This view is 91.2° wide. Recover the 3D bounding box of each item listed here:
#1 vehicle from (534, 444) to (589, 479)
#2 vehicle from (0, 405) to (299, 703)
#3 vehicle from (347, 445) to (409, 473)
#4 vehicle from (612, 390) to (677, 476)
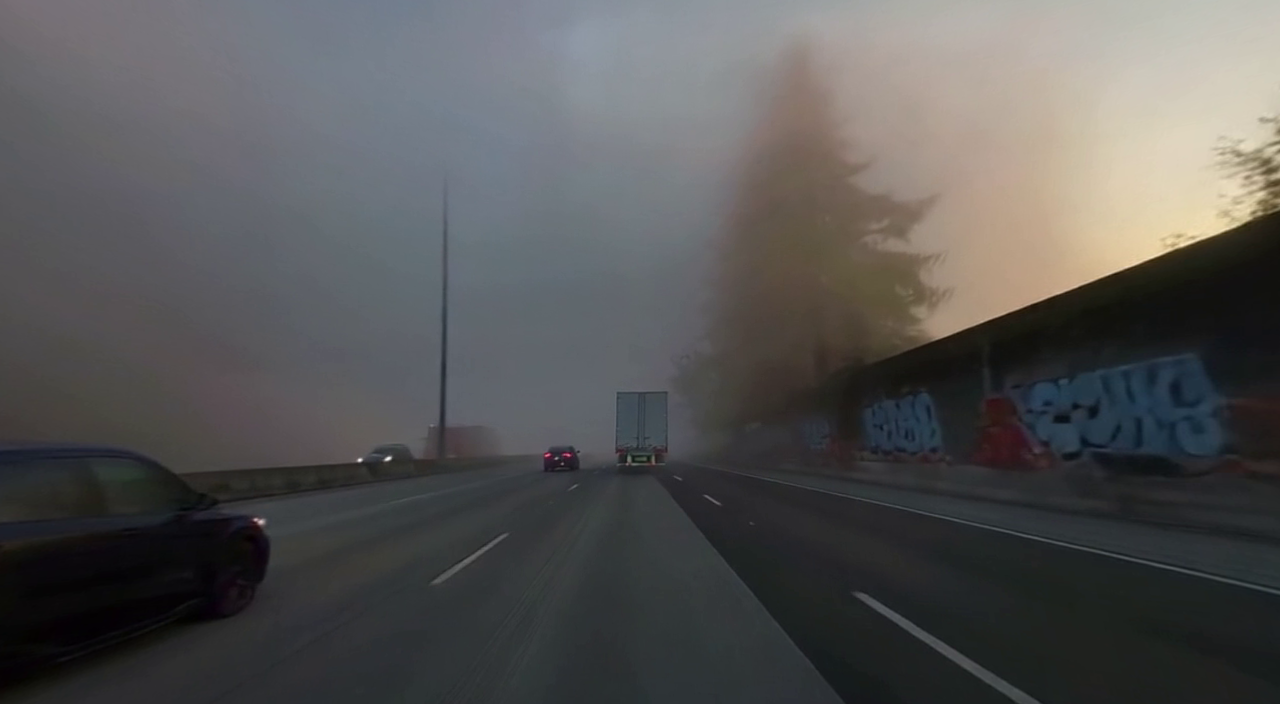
[{"bbox_3d":[-3.726,5.284,30.365,2.158,1.538,4.047,0,-9,0],"label":"vehicle"},{"bbox_3d":[-3.826,1.052,3.127,1.936,1.500,4.055,0,-9,0],"label":"vehicle"},{"bbox_3d":[-17.664,7.253,42.541,2.034,1.757,4.730,-1,-9,2],"label":"vehicle"},{"bbox_3d":[0.115,4.637,34.851,3.042,4.023,10.832,0,-9,-1],"label":"vehicle"}]
